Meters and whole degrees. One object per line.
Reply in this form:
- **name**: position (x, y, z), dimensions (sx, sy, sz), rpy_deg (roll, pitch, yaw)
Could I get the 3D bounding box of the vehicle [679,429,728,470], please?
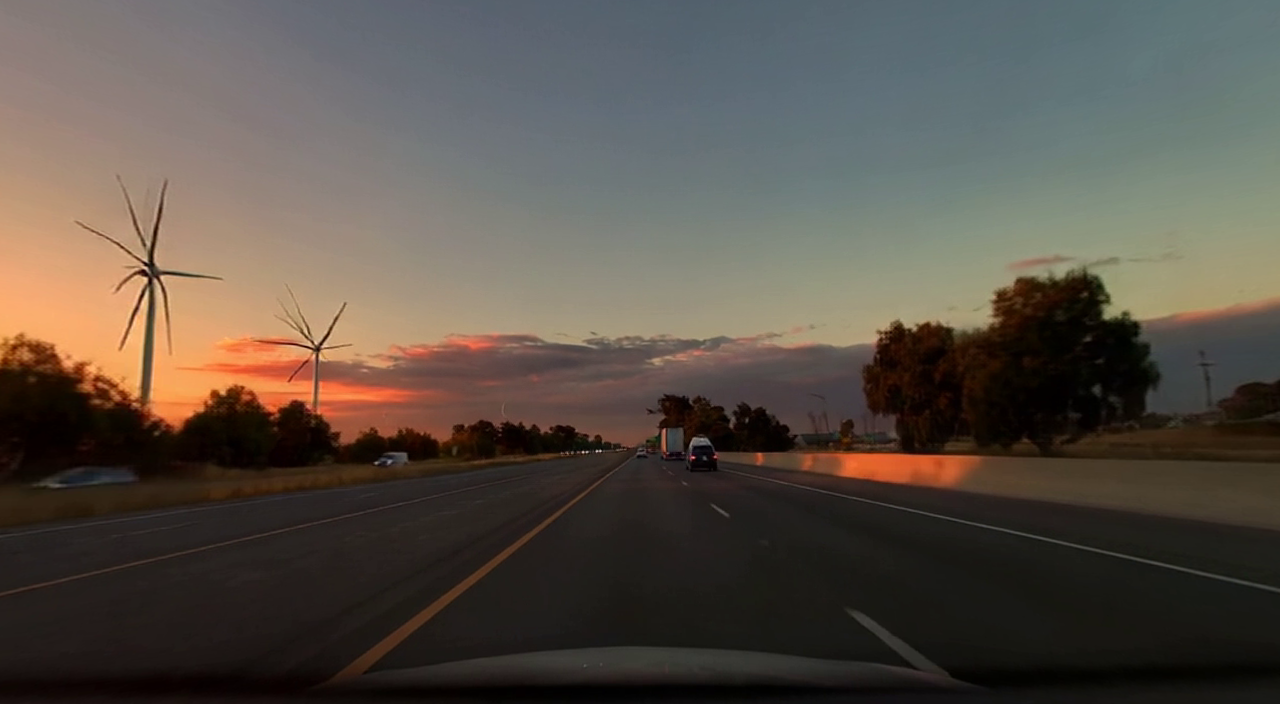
- **vehicle**: position (4.295, 6.740, 43.514), dimensions (2.609, 2.648, 5.397), rpy_deg (0, -9, -2)
